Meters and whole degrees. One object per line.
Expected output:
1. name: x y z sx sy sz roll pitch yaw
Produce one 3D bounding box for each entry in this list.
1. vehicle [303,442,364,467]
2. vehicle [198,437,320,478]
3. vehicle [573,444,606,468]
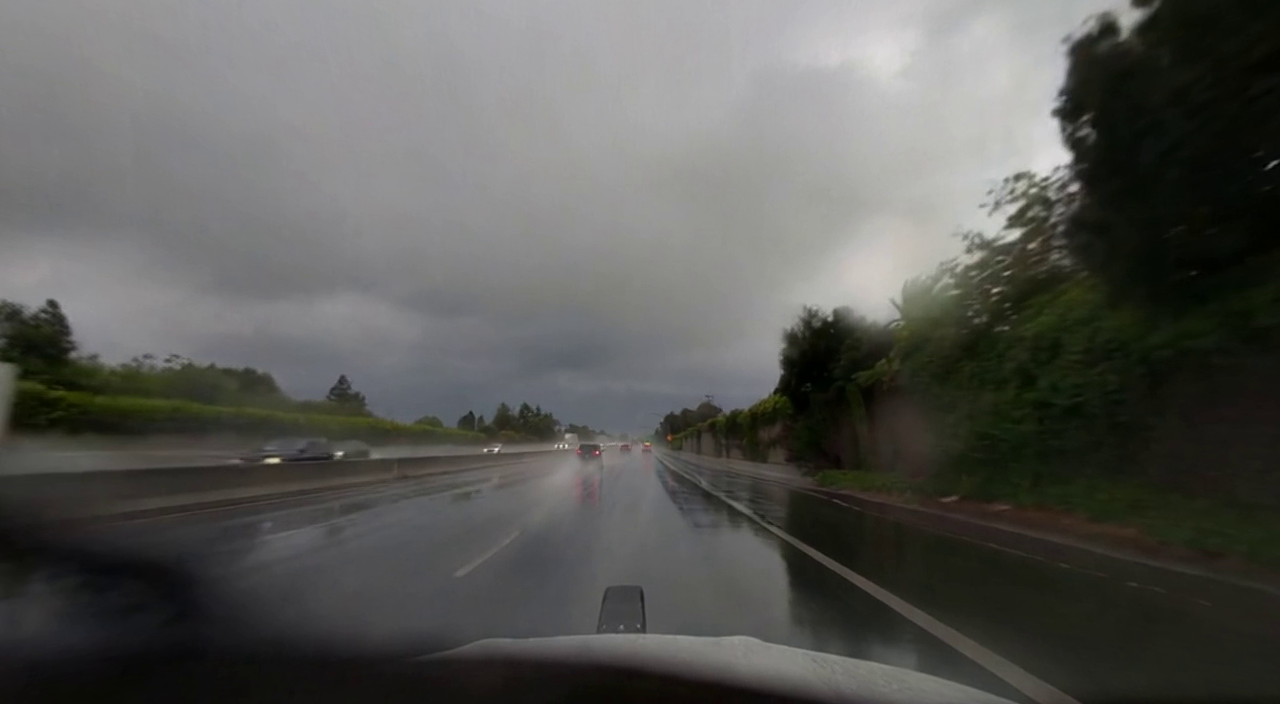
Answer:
1. vehicle: -18.621 6.255 38.509 1.779 1.449 3.824 0 -9 0
2. vehicle: -15.080 4.206 25.355 2.021 1.462 4.592 0 -9 0
3. vehicle: -3.486 7.246 44.032 1.921 1.536 3.920 0 -9 0
